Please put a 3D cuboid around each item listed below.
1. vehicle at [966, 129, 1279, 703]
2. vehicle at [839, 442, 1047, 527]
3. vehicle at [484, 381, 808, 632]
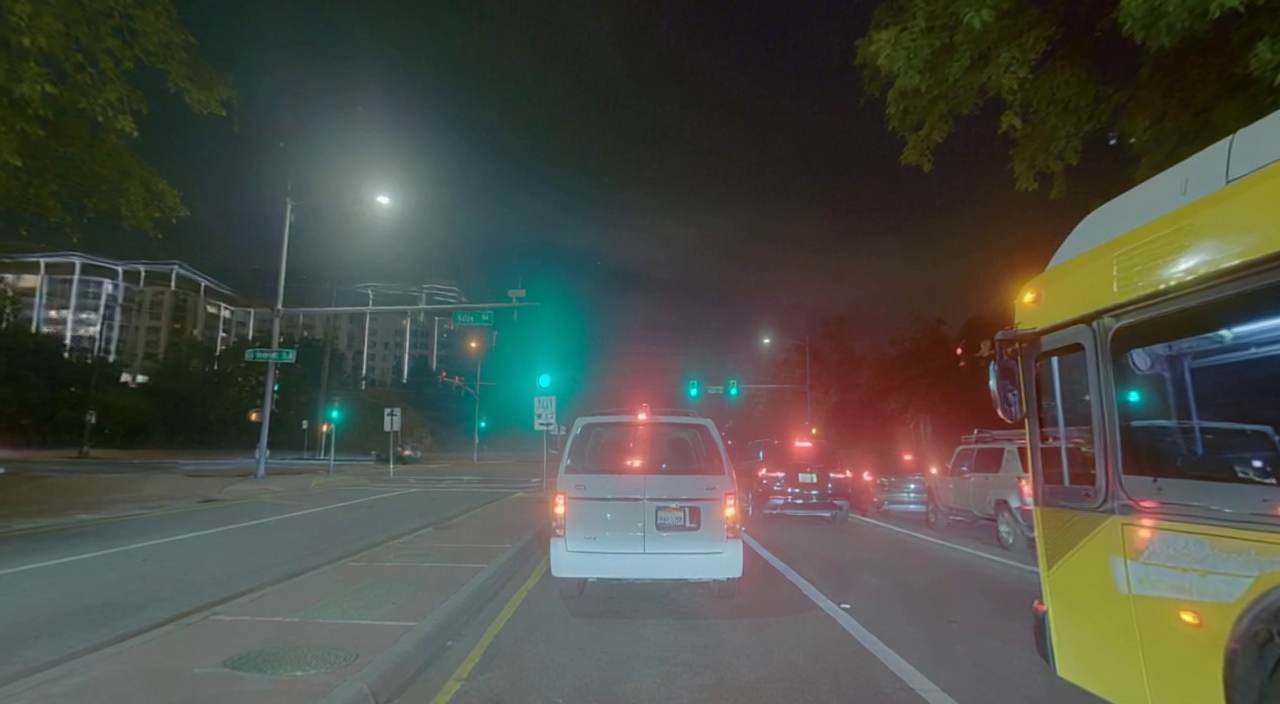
[{"bbox_3d":[2.618,0.318,0.431,2.037,2.065,5.037,0,-8,0],"label":"vehicle"},{"bbox_3d":[5.986,2.639,13.228,1.987,1.457,4.675,0,-8,-1],"label":"vehicle"},{"bbox_3d":[0.018,1.475,7.012,2.381,1.842,4.603,0,-8,-1],"label":"vehicle"}]
